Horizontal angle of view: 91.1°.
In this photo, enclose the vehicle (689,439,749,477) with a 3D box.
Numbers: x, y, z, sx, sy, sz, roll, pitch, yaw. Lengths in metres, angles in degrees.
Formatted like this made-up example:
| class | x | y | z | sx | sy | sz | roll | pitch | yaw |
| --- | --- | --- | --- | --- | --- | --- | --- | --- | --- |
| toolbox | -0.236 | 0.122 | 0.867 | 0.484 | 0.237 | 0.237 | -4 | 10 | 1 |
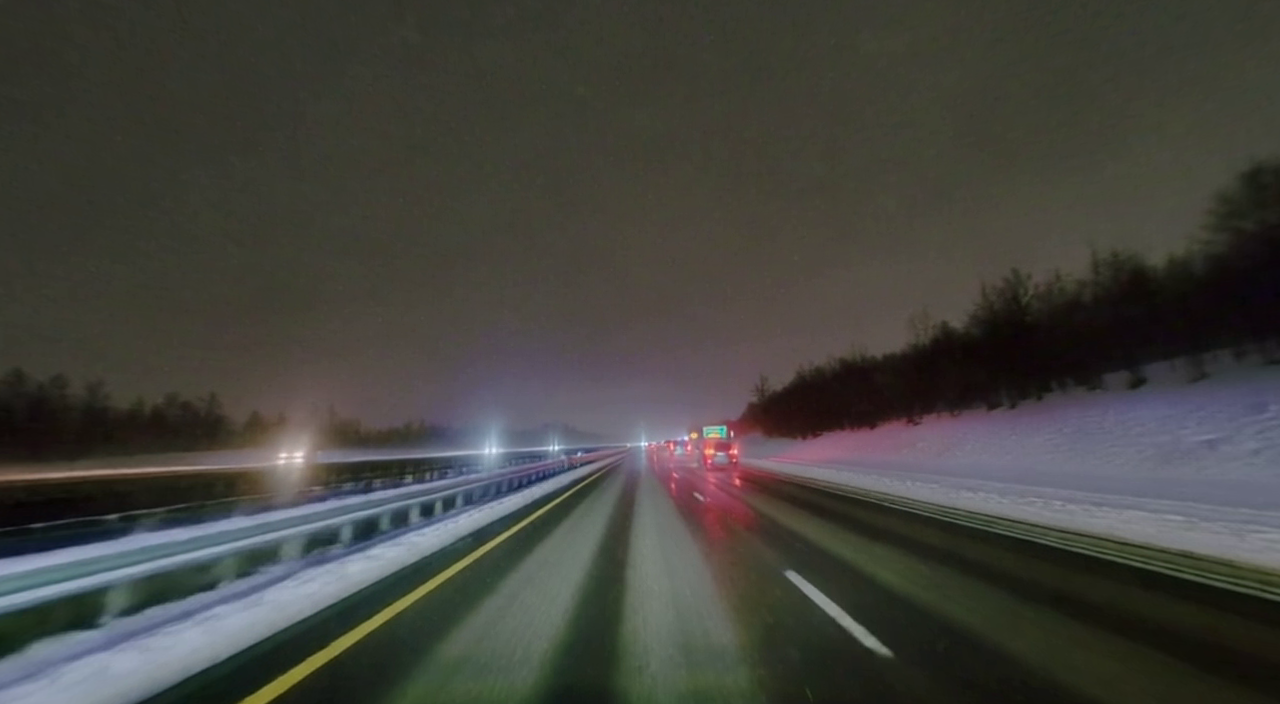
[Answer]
| class | x | y | z | sx | sy | sz | roll | pitch | yaw |
| --- | --- | --- | --- | --- | --- | --- | --- | --- | --- |
| vehicle | 3.429 | 4.721 | 28.144 | 2.044 | 1.527 | 4.658 | 0 | -8 | -1 |
